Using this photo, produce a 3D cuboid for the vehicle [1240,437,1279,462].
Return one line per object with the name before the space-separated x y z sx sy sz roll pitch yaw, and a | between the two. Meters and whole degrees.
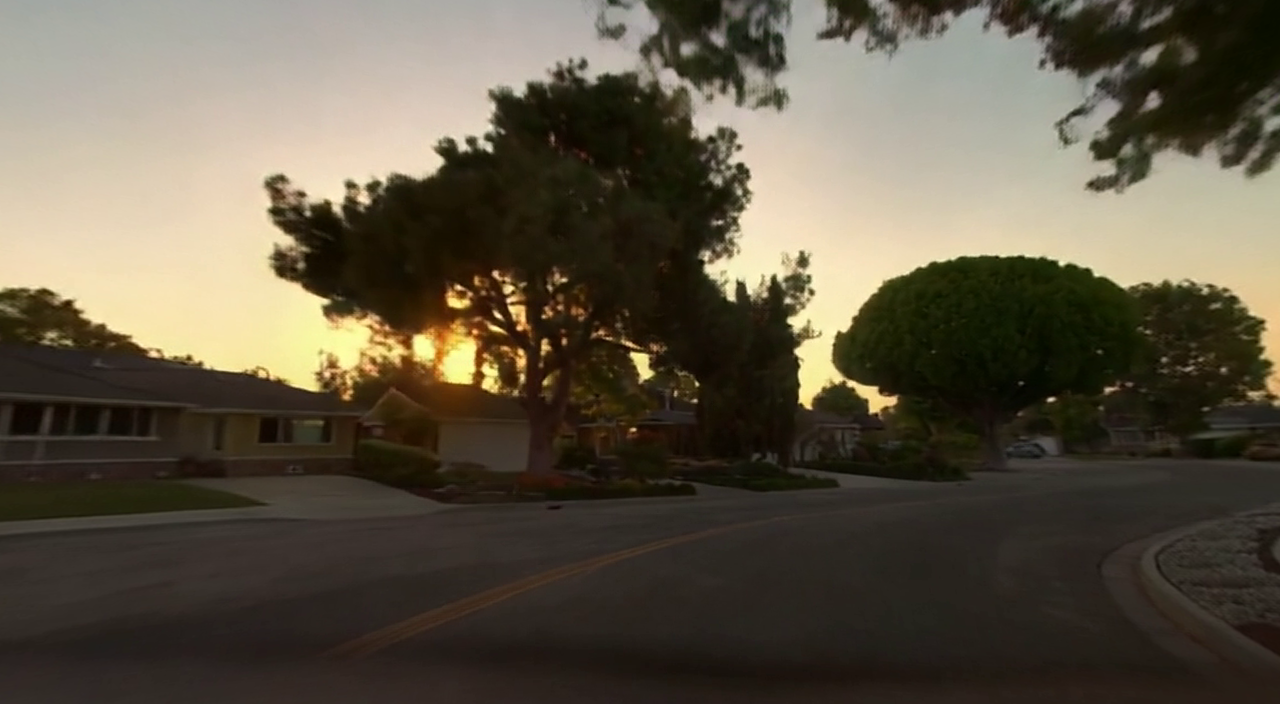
vehicle | 47.196 7.295 47.502 4.329 1.442 1.819 -1 -7 -33
